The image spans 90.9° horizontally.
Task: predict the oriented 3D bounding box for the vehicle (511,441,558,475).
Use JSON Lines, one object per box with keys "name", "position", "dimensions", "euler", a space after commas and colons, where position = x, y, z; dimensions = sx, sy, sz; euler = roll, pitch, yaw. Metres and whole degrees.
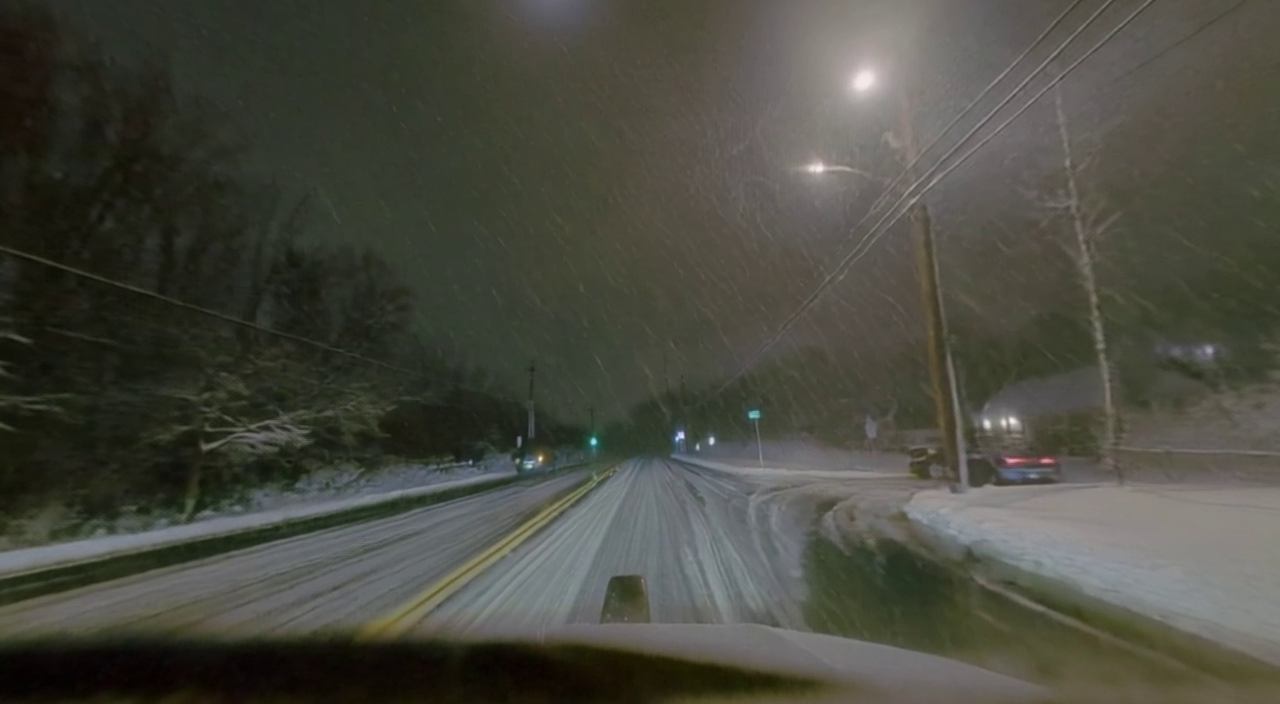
{"name": "vehicle", "position": [-6.153, 6.300, 37.258], "dimensions": [1.992, 1.797, 4.372], "euler": [-2, -10, 1]}
